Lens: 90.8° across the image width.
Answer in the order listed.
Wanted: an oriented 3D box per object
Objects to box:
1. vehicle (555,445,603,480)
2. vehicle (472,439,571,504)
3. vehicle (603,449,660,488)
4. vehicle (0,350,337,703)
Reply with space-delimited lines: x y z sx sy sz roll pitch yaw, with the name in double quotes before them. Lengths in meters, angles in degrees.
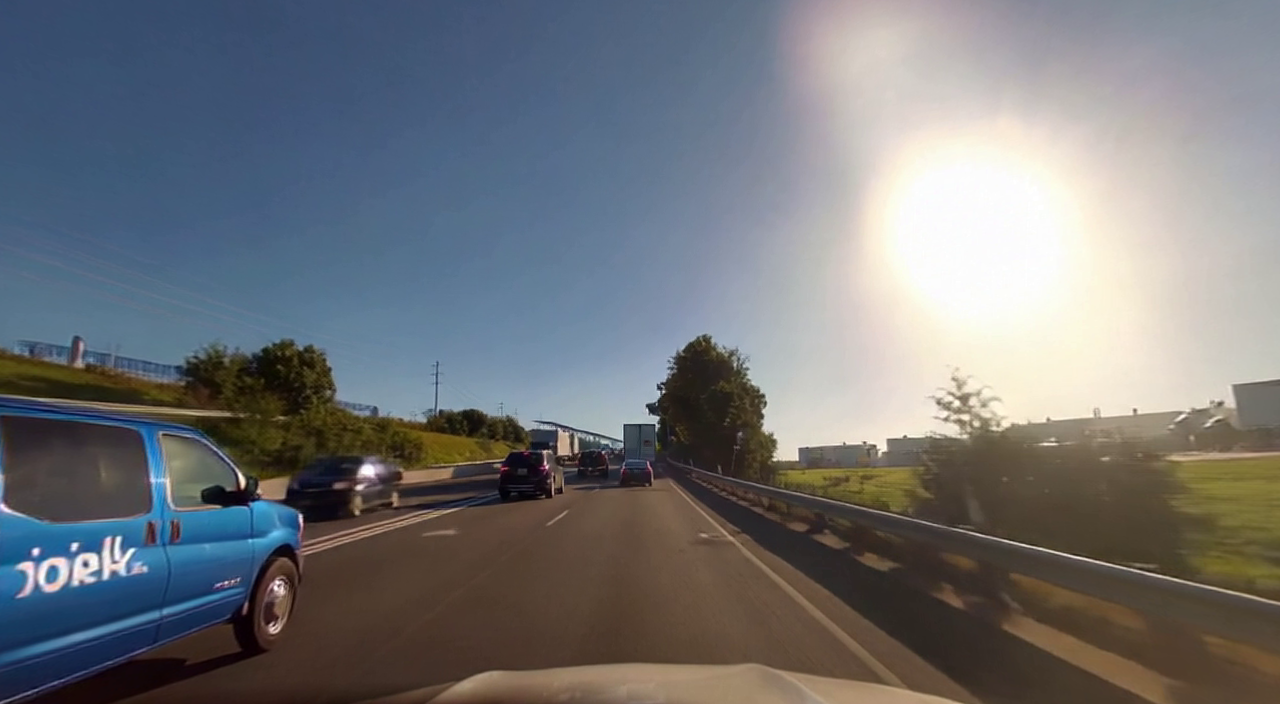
"vehicle" -3.053 5.636 32.385 1.994 1.663 4.047 0 -9 1
"vehicle" -3.198 3.323 17.978 1.937 1.600 4.141 0 -9 1
"vehicle" -0.298 4.587 25.129 2.095 1.393 3.908 0 -9 0
"vehicle" -3.274 0.858 2.243 2.117 1.688 4.582 0 -9 0
